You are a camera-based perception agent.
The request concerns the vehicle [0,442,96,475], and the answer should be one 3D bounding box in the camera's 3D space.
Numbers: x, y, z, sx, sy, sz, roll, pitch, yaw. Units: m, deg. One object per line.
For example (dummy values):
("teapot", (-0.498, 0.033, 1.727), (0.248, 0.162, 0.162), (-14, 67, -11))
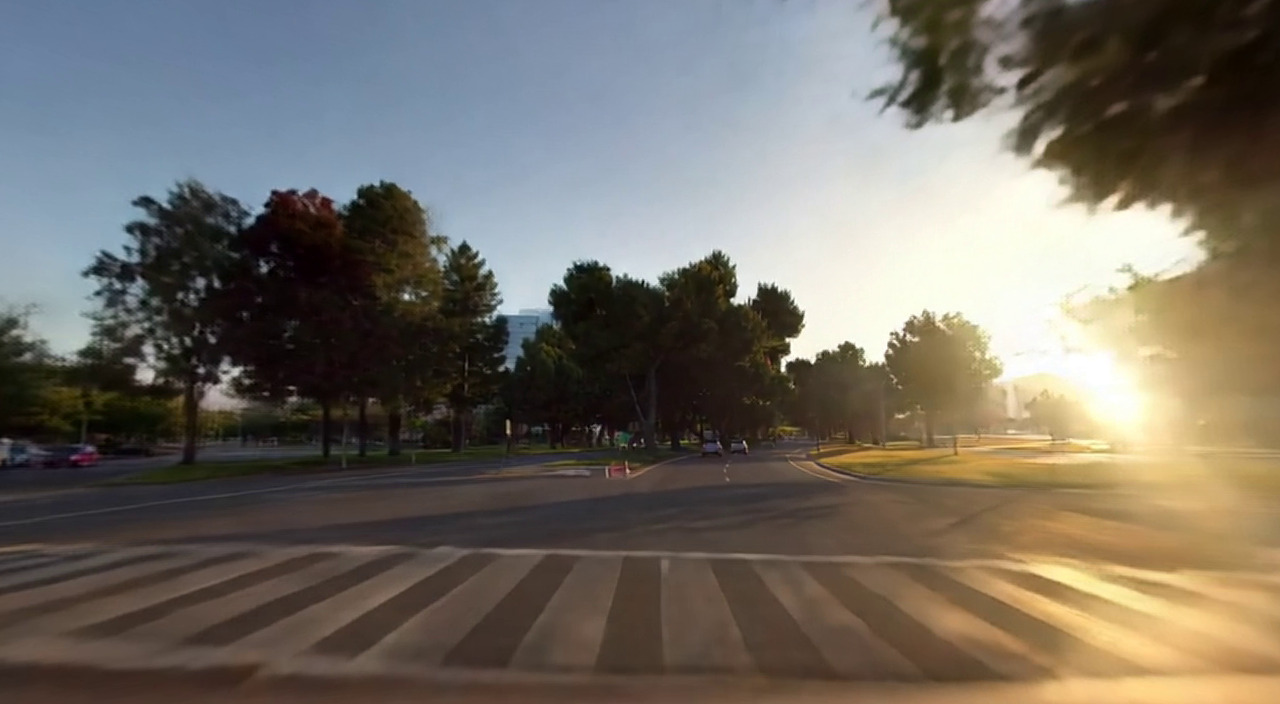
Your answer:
("vehicle", (-33.562, 5.927, 35.396), (4.787, 1.709, 2.164), (-2, -8, 16))
